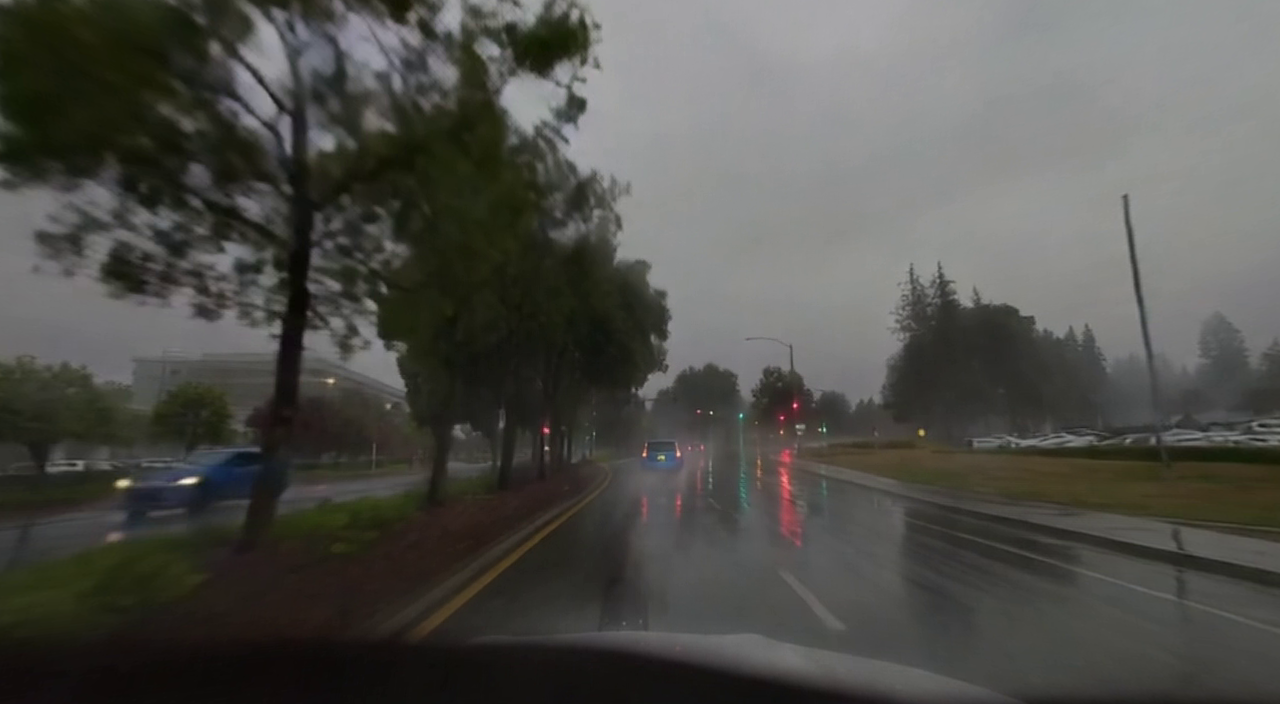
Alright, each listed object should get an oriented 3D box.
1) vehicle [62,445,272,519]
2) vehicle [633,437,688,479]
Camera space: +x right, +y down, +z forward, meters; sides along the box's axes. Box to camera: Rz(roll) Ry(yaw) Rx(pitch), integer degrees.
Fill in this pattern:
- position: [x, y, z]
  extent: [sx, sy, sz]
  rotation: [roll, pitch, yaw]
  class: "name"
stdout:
- position: [-11.439, 3.114, 15.736]
  extent: [1.828, 1.480, 4.242]
  rotation: [0, -8, 2]
  class: "vehicle"
- position: [0.877, 4.183, 25.115]
  extent: [2.010, 1.535, 3.735]
  rotation: [-1, -8, 4]
  class: "vehicle"
